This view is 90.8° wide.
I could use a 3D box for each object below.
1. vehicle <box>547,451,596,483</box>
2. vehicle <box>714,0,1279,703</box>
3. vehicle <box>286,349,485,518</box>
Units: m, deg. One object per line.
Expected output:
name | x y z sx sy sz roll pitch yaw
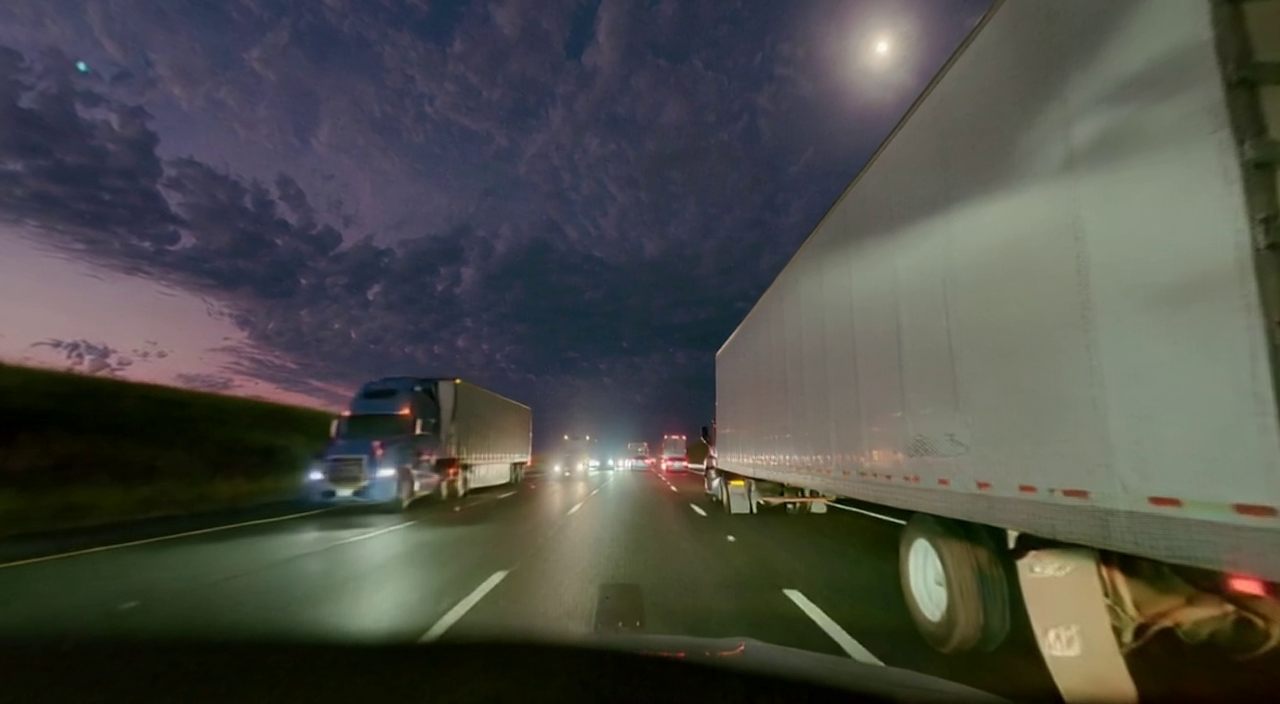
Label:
vehicle | -3.629 6.206 34.284 2.088 1.589 4.464 0 -9 1
vehicle | 3.397 0.753 8.789 2.845 4.071 14.008 0 -9 -1
vehicle | -6.705 2.342 17.865 3.004 3.974 5.891 0 -9 0
